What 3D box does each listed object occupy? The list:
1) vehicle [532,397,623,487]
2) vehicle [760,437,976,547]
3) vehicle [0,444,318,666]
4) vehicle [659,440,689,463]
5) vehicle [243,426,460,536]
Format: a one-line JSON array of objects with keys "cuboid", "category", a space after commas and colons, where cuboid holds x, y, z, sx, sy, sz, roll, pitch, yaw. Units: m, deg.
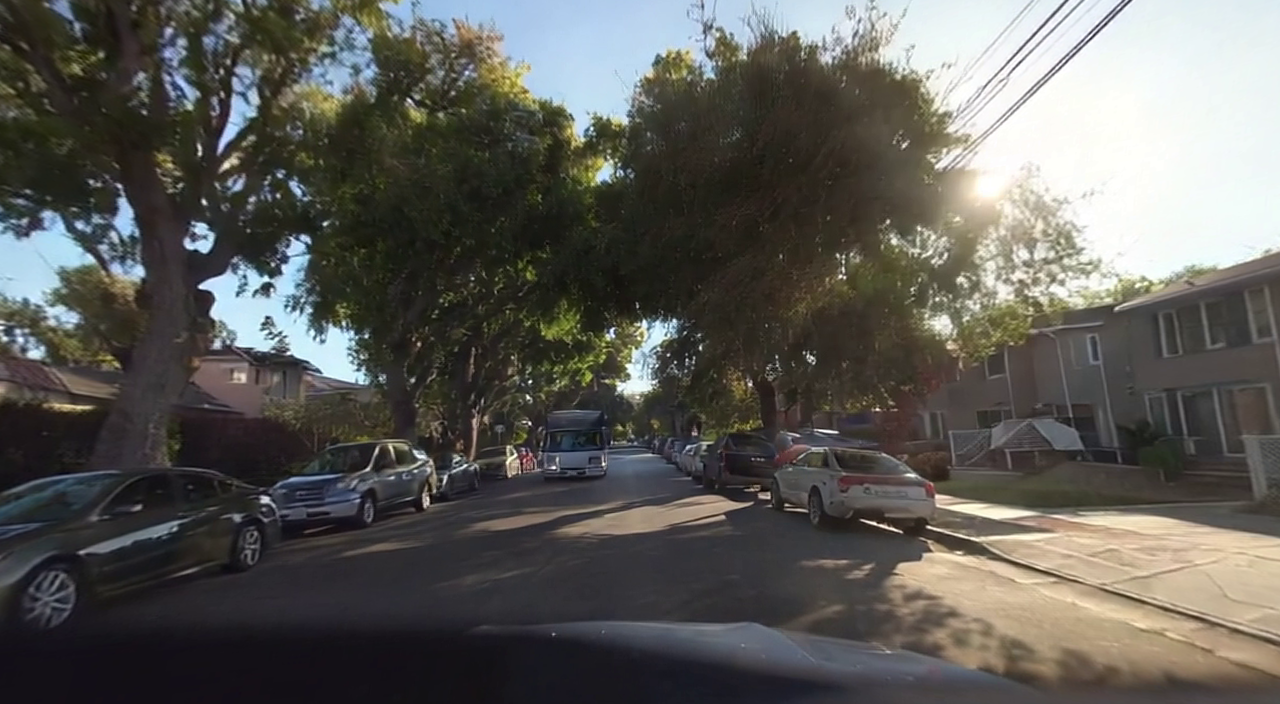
[{"cuboid": [-2.128, 3.412, 23.948, 2.716, 2.887, 6.781, 0, -8, 0], "category": "vehicle"}, {"cuboid": [3.537, 2.224, 10.795, 1.813, 1.468, 4.267, 1, -8, -5], "category": "vehicle"}, {"cuboid": [-5.216, 1.614, 5.951, 1.861, 1.474, 4.749, 0, -8, 0], "category": "vehicle"}, {"cuboid": [2.573, 7.650, 48.528, 1.878, 1.664, 4.033, 0, -8, -3], "category": "vehicle"}, {"cuboid": [-5.479, 2.499, 13.044, 2.002, 1.781, 5.380, 0, -8, -1], "category": "vehicle"}]
